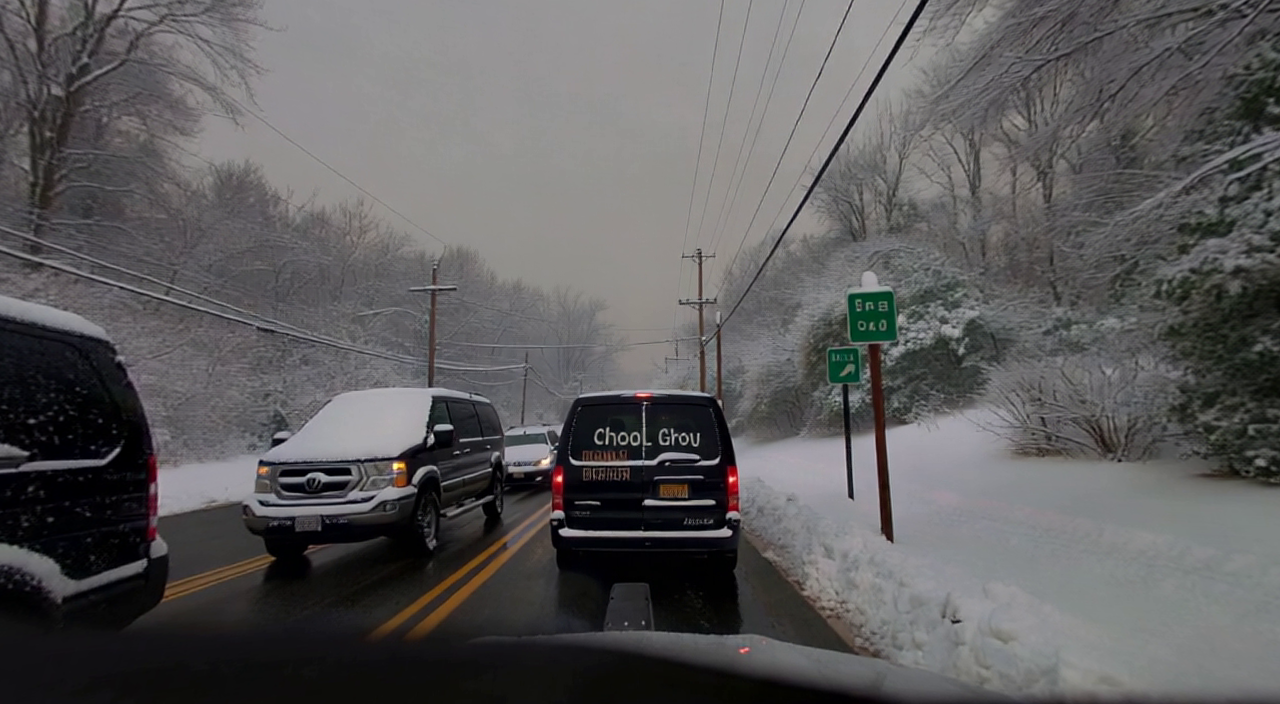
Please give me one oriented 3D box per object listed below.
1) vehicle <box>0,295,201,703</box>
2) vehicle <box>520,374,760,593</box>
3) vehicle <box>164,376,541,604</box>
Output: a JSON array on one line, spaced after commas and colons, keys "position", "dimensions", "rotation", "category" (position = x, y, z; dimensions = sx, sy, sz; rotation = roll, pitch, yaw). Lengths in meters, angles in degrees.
[{"position": [-3.100, 0.481, 0.239], "dimensions": [2.160, 1.796, 4.997], "rotation": [0, -8, 1], "category": "vehicle"}, {"position": [0.106, 1.461, 7.695], "dimensions": [2.117, 1.911, 4.095], "rotation": [-1, -8, 3], "category": "vehicle"}, {"position": [-2.755, 1.481, 7.623], "dimensions": [2.109, 1.851, 4.749], "rotation": [-1, -8, 3], "category": "vehicle"}]
